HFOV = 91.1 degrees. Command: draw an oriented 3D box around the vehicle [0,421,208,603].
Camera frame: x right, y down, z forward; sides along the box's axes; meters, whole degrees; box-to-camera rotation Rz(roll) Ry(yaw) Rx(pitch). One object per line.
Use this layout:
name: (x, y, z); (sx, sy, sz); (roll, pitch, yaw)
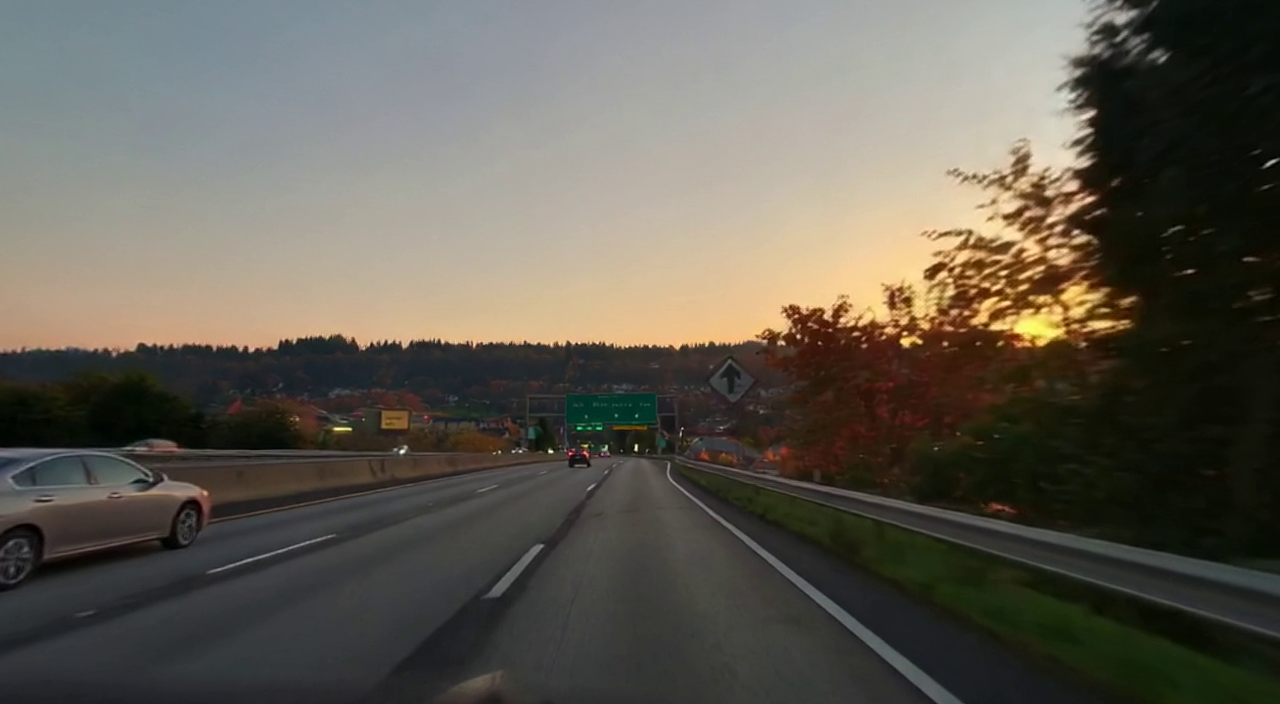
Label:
vehicle: (-6.629, 1.469, 5.856); (2.034, 1.578, 4.488); (-1, -9, -1)
